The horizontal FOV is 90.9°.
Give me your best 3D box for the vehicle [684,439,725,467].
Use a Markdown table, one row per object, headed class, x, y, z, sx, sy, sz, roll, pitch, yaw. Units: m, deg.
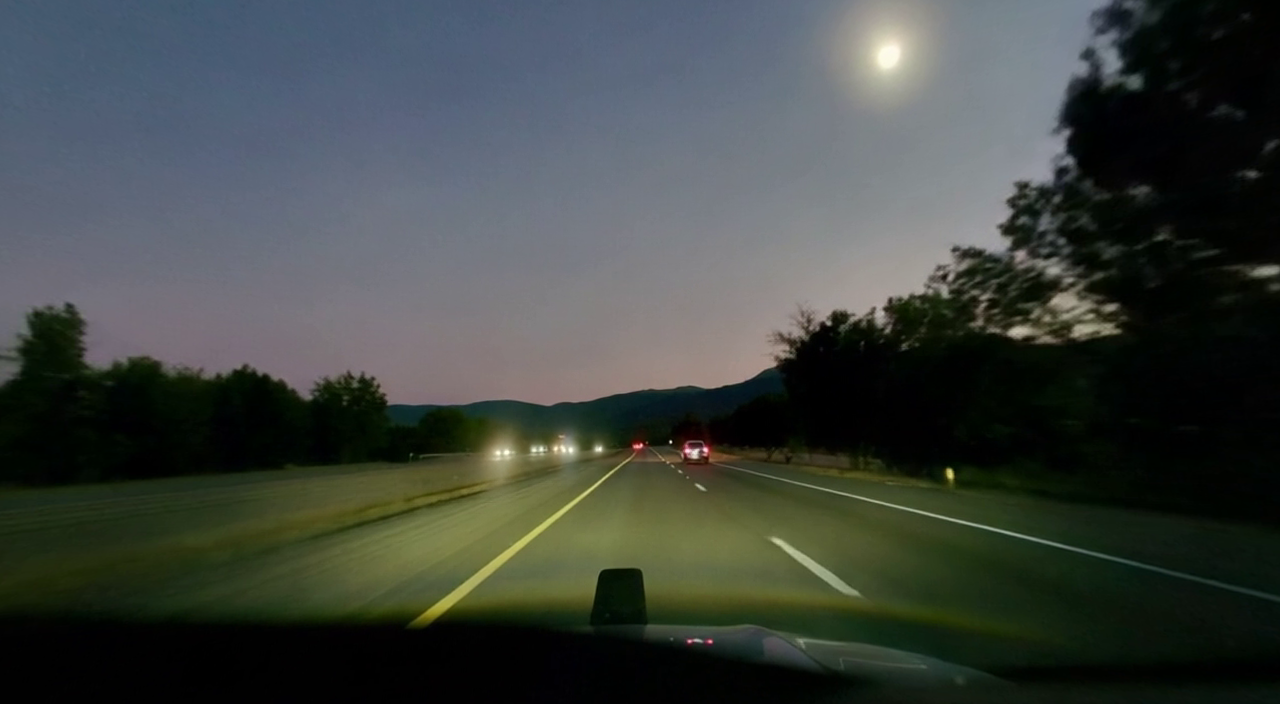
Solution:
| class | x | y | z | sx | sy | sz | roll | pitch | yaw |
| --- | --- | --- | --- | --- | --- | --- | --- | --- | --- |
| vehicle | 3.992 | 6.360 | 39.727 | 2.157 | 1.640 | 4.056 | 0 | -8 | 0 |
